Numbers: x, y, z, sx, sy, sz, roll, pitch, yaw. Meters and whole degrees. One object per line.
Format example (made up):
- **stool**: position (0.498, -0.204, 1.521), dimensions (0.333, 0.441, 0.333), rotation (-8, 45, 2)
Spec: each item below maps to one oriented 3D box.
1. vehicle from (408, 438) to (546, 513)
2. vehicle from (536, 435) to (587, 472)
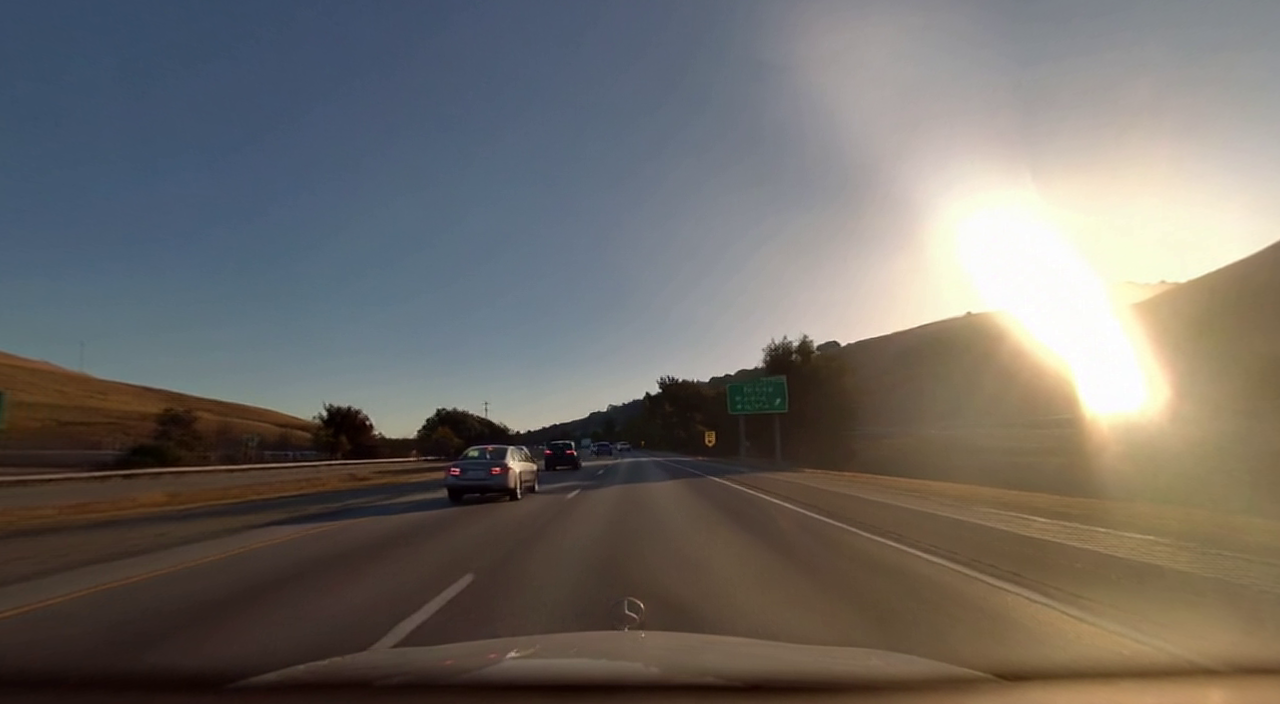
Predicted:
- **vehicle**: position (-3.698, 2.890, 15.267), dimensions (2.044, 1.527, 4.607), rotation (0, -9, 1)
- **vehicle**: position (-4.206, 5.552, 34.609), dimensions (2.177, 1.852, 4.427), rotation (0, -9, 1)
